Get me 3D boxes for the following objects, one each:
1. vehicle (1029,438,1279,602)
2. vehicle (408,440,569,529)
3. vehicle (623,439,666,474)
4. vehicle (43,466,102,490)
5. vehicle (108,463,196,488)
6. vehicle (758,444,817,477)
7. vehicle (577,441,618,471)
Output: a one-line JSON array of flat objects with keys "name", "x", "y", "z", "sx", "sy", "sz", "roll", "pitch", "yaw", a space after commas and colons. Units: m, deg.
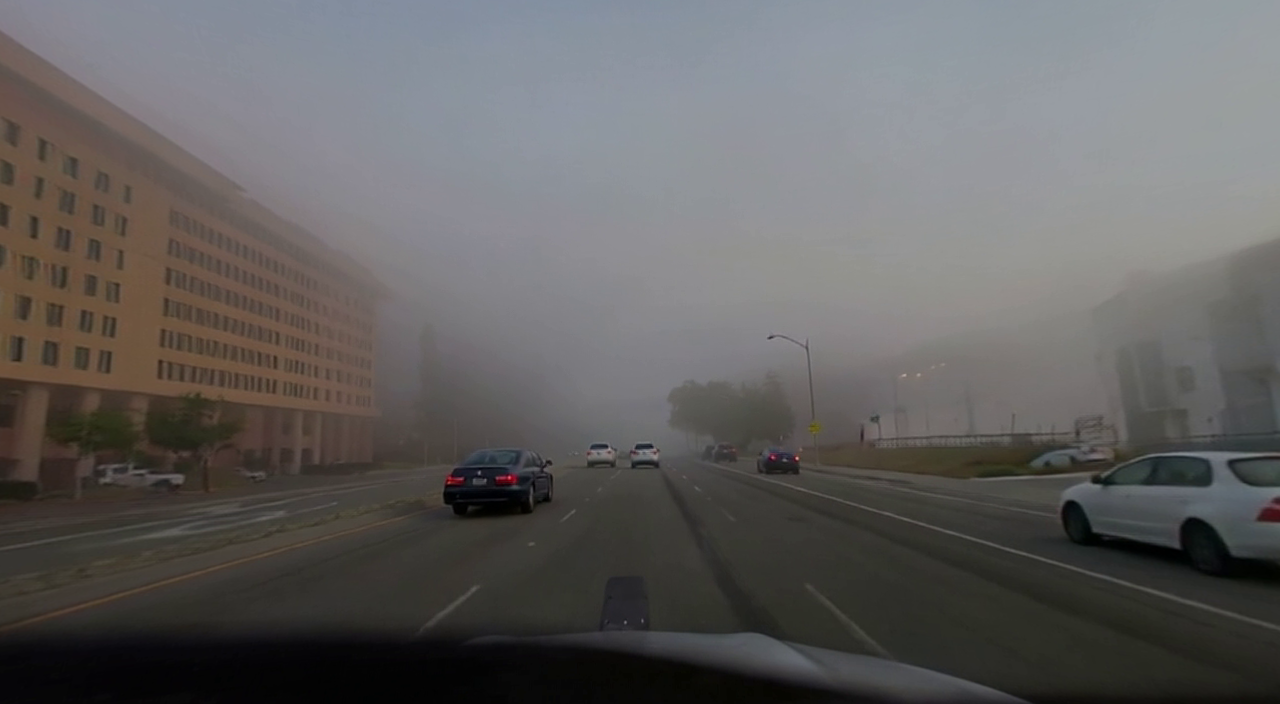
[{"name": "vehicle", "x": 6.715, "y": 1.710, "z": 6.989, "sx": 1.865, "sy": 1.458, "sz": 4.605, "roll": 0, "pitch": -9, "yaw": 0}, {"name": "vehicle", "x": -2.826, "y": 2.579, "z": 12.940, "sx": 2.095, "sy": 1.486, "sz": 4.411, "roll": 0, "pitch": -9, "yaw": 2}, {"name": "vehicle", "x": 0.287, "y": 5.914, "z": 35.833, "sx": 2.304, "sy": 1.795, "sz": 4.526, "roll": 0, "pitch": -9, "yaw": 1}, {"name": "vehicle", "x": -43.189, "y": 9.543, "z": 47.964, "sx": 4.214, "sy": 1.644, "sz": 1.902, "roll": -5, "pitch": -10, "yaw": 28}, {"name": "vehicle", "x": -34.019, "y": 8.610, "z": 44.118, "sx": 4.652, "sy": 1.472, "sz": 1.932, "roll": 5, "pitch": -10, "yaw": -32}, {"name": "vehicle", "x": 6.974, "y": 5.162, "z": 30.209, "sx": 1.884, "sy": 1.458, "sz": 4.245, "roll": 0, "pitch": -9, "yaw": 1}, {"name": "vehicle", "x": -2.632, "y": 6.599, "z": 40.109, "sx": 2.117, "sy": 1.799, "sz": 4.442, "roll": -1, "pitch": -9, "yaw": 2}]
